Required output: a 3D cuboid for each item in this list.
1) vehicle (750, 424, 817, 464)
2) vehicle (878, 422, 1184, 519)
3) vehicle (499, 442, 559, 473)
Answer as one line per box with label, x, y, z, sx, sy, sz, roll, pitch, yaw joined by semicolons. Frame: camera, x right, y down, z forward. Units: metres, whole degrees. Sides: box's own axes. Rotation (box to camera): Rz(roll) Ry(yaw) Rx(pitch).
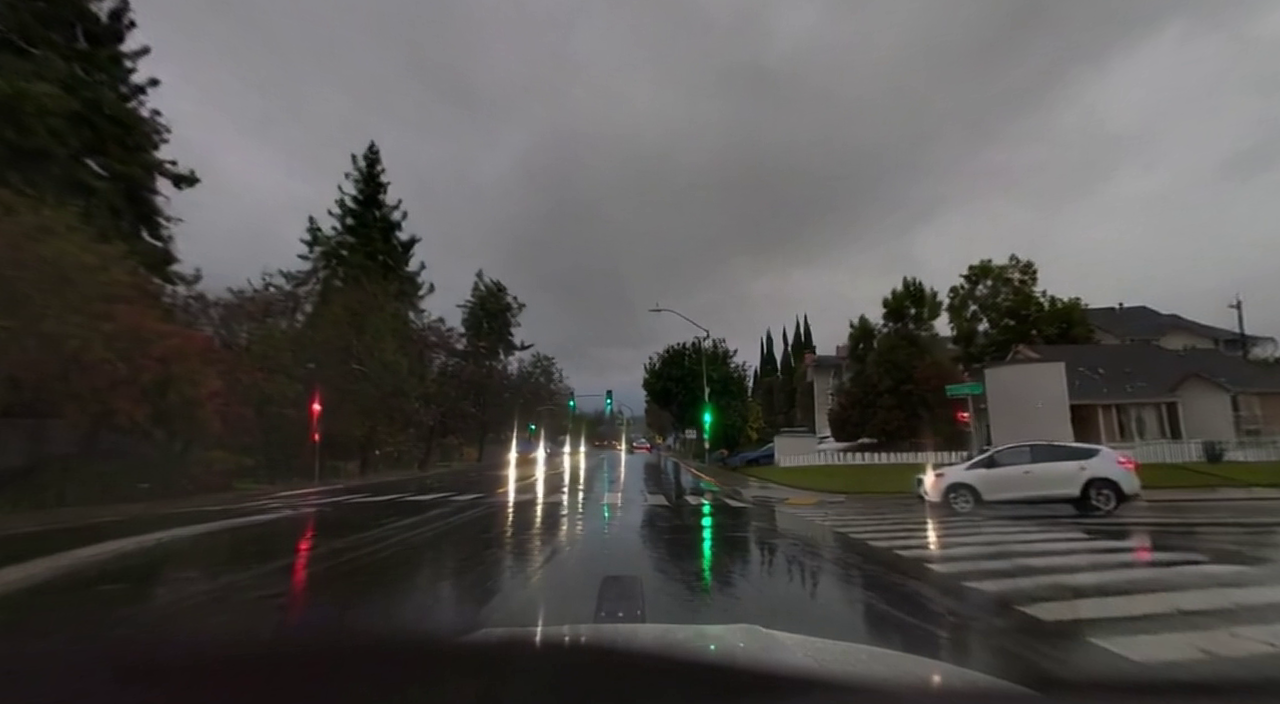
vehicle;8.495;5.561;38.105;2.649;2.151;6.555;0;-8;1
vehicle;7.784;2.418;13.326;4.906;1.729;2.414;-2;-9;16
vehicle;-5.570;5.338;32.200;2.078;1.467;4.376;0;-8;2
